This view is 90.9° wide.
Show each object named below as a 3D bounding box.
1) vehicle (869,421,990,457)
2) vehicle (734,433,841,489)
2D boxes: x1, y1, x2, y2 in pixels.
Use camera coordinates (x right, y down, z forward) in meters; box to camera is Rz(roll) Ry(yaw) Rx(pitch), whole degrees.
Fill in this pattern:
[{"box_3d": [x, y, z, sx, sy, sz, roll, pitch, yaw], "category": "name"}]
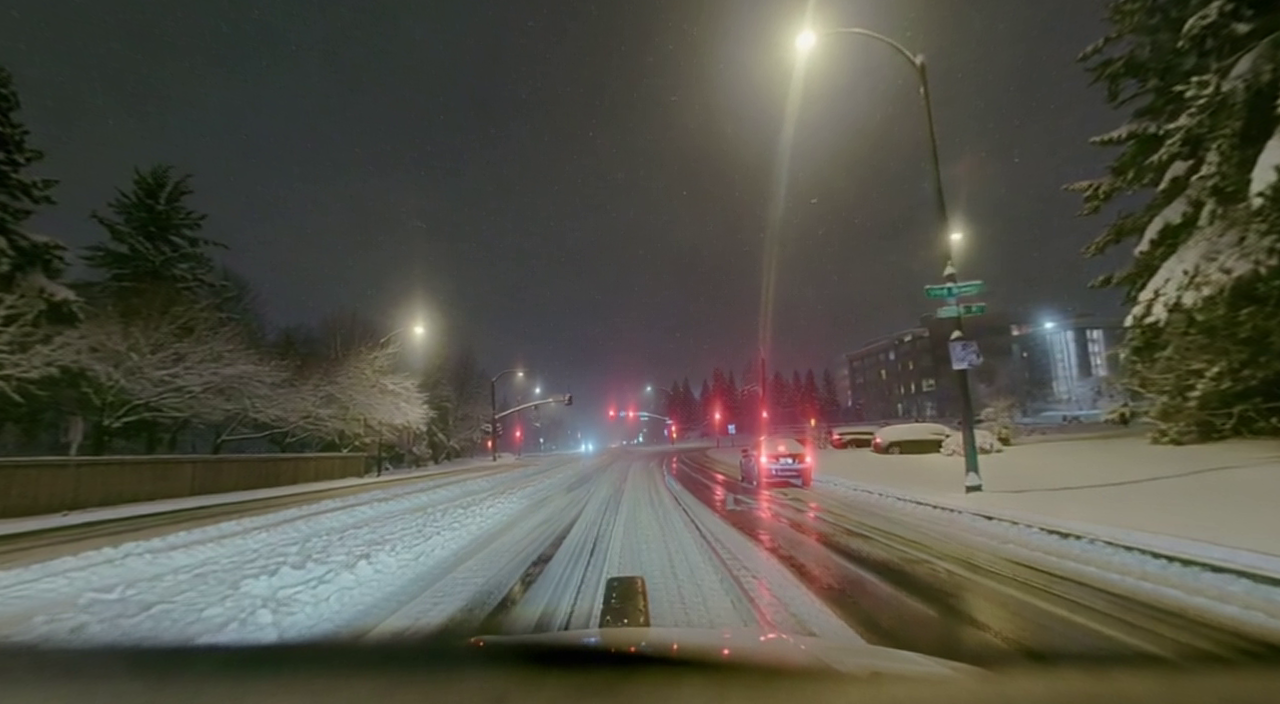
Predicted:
[{"box_3d": [12.265, 3.717, 26.944, 4.227, 1.451, 1.874, 0, -8, 1], "category": "vehicle"}, {"box_3d": [4.230, 3.223, 18.968, 2.006, 1.448, 4.671, 0, -8, -1], "category": "vehicle"}]
